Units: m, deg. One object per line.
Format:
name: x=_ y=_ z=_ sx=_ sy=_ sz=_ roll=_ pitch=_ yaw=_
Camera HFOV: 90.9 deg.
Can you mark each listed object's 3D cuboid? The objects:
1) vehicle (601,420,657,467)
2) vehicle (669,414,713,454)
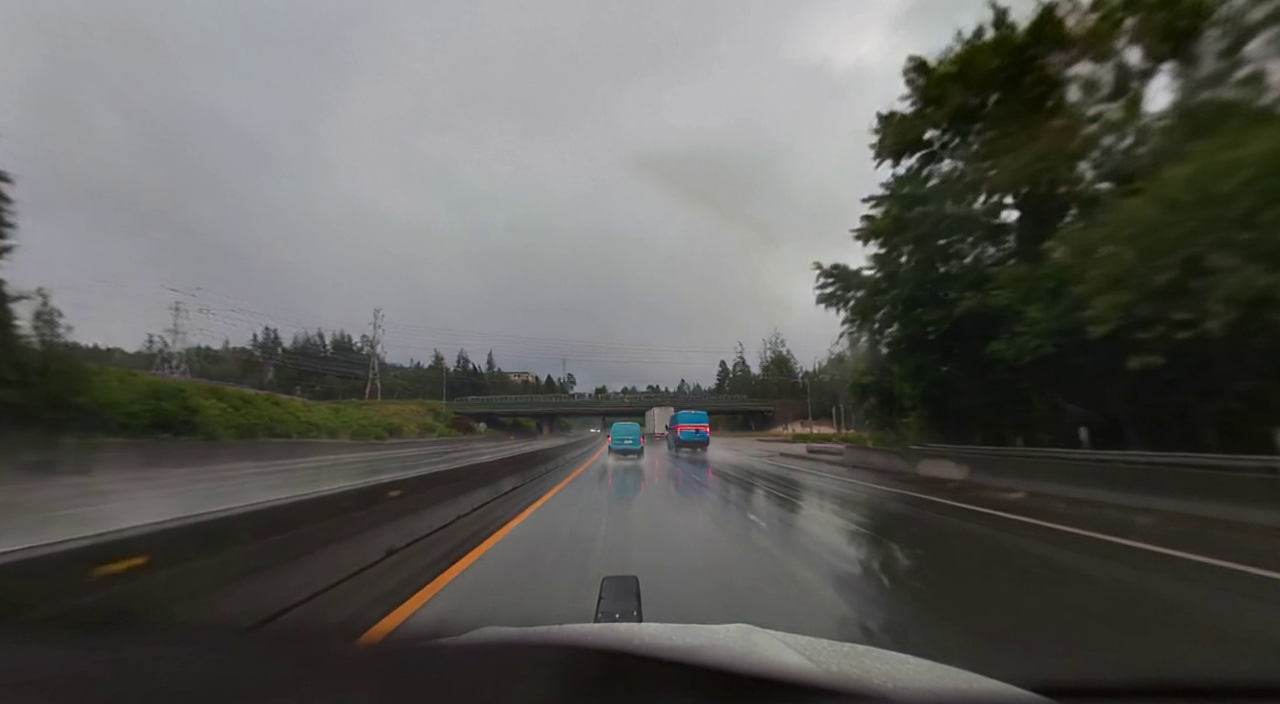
vehicle: x=-0.481 y=3.715 z=25.713 sx=2.073 sy=1.750 sz=4.116 roll=0 pitch=-8 yaw=-2
vehicle: x=3.361 y=5.560 z=42.661 sx=2.387 sy=2.506 sz=5.374 roll=0 pitch=-8 yaw=-2
